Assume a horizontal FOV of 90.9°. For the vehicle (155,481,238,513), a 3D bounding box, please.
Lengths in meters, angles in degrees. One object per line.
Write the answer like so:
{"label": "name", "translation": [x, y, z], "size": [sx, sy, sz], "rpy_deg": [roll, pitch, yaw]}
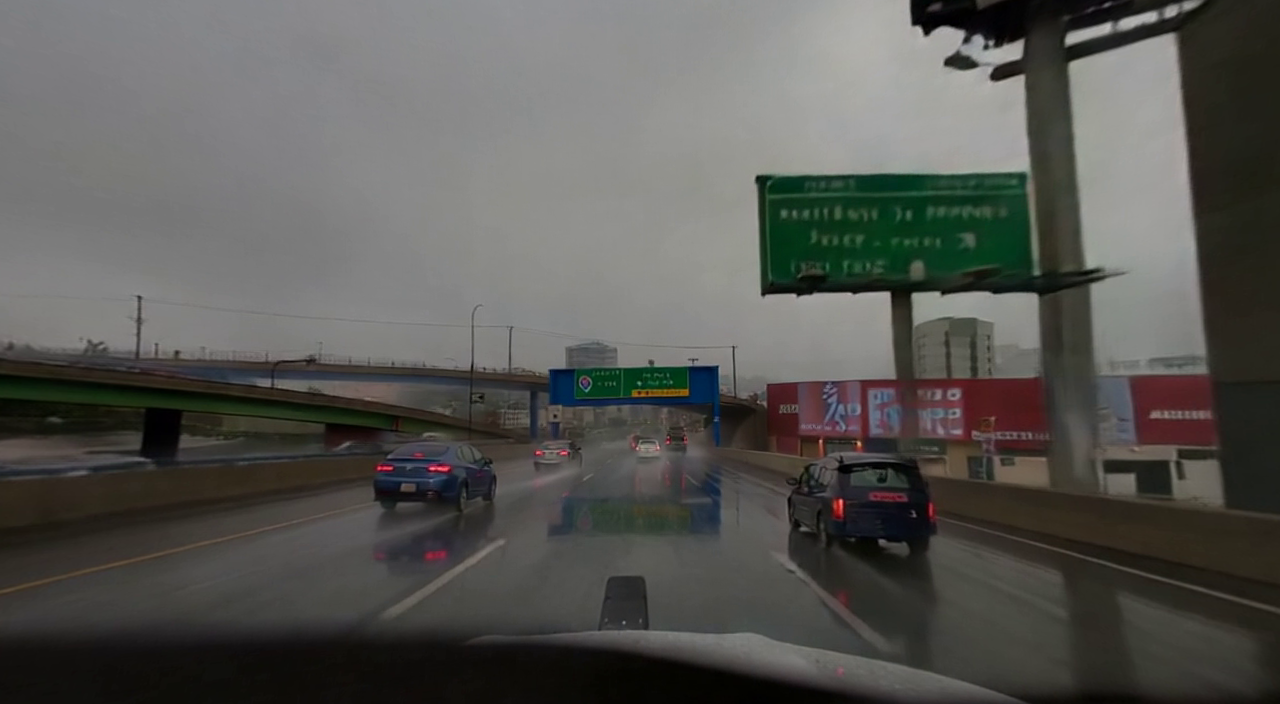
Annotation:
{"label": "vehicle", "translation": [-28.145, 9.177, 40.230], "size": [1.915, 1.619, 4.587], "rpy_deg": [0, -8, 1]}

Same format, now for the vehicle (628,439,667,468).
{"label": "vehicle", "translation": [0.363, 5.211, 32.678], "size": [1.877, 1.386, 3.872], "rpy_deg": [0, -8, 0]}

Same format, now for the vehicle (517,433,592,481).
{"label": "vehicle", "translation": [-3.034, 3.821, 23.207], "size": [2.064, 1.589, 4.213], "rpy_deg": [0, -8, 2]}

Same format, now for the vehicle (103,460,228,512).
{"label": "vehicle", "translation": [-35.250, 9.942, 47.422], "size": [2.842, 3.235, 8.652], "rpy_deg": [-5, -10, -1]}

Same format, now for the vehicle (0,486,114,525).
{"label": "vehicle", "translation": [-31.883, 8.379, 34.666], "size": [2.059, 1.636, 4.402], "rpy_deg": [0, -8, 1]}
